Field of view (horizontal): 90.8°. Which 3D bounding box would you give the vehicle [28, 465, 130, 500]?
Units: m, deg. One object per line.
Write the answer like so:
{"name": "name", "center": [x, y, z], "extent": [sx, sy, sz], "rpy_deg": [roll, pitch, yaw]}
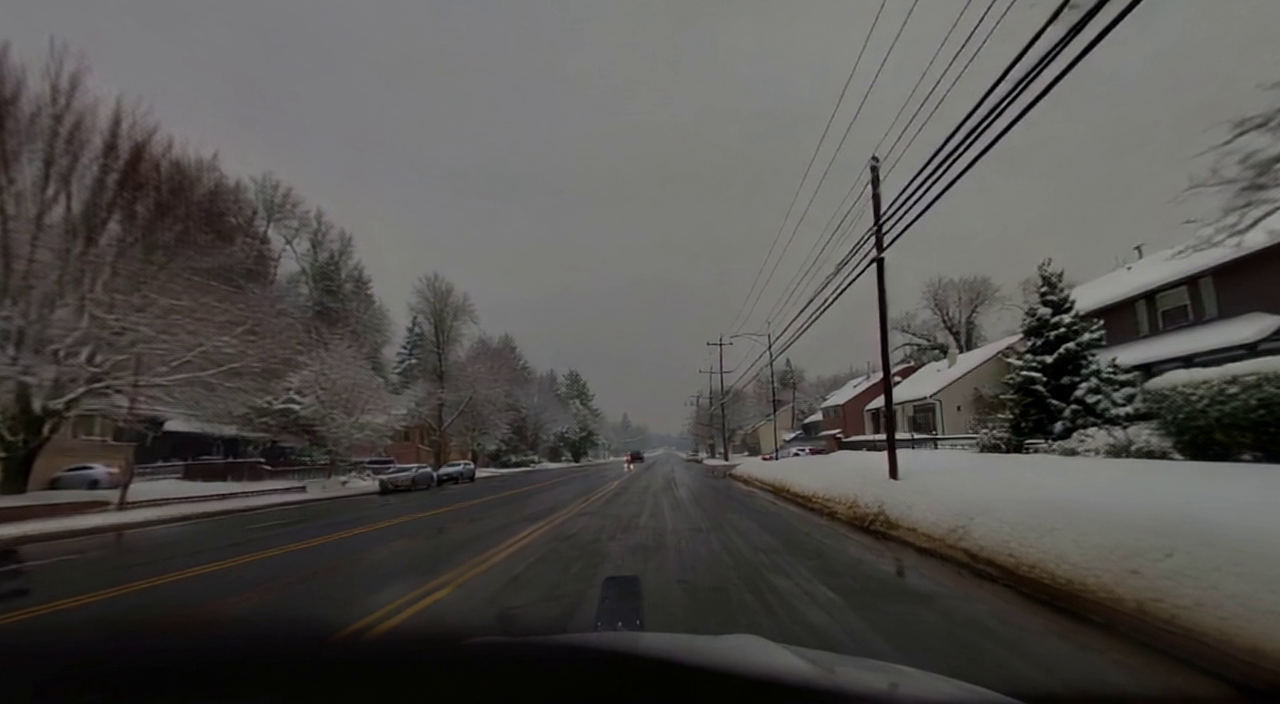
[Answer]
{"name": "vehicle", "center": [-26.933, 6.229, 30.552], "extent": [1.769, 1.414, 4.434], "rpy_deg": [2, -9, -14]}

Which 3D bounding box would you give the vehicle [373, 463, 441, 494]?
{"name": "vehicle", "center": [-13.013, 7.082, 35.518], "extent": [1.936, 1.489, 4.311], "rpy_deg": [-1, -9, 4]}

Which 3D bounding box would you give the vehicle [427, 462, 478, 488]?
{"name": "vehicle", "center": [-12.551, 8.222, 42.511], "extent": [1.863, 1.481, 4.363], "rpy_deg": [-3, -9, 4]}
